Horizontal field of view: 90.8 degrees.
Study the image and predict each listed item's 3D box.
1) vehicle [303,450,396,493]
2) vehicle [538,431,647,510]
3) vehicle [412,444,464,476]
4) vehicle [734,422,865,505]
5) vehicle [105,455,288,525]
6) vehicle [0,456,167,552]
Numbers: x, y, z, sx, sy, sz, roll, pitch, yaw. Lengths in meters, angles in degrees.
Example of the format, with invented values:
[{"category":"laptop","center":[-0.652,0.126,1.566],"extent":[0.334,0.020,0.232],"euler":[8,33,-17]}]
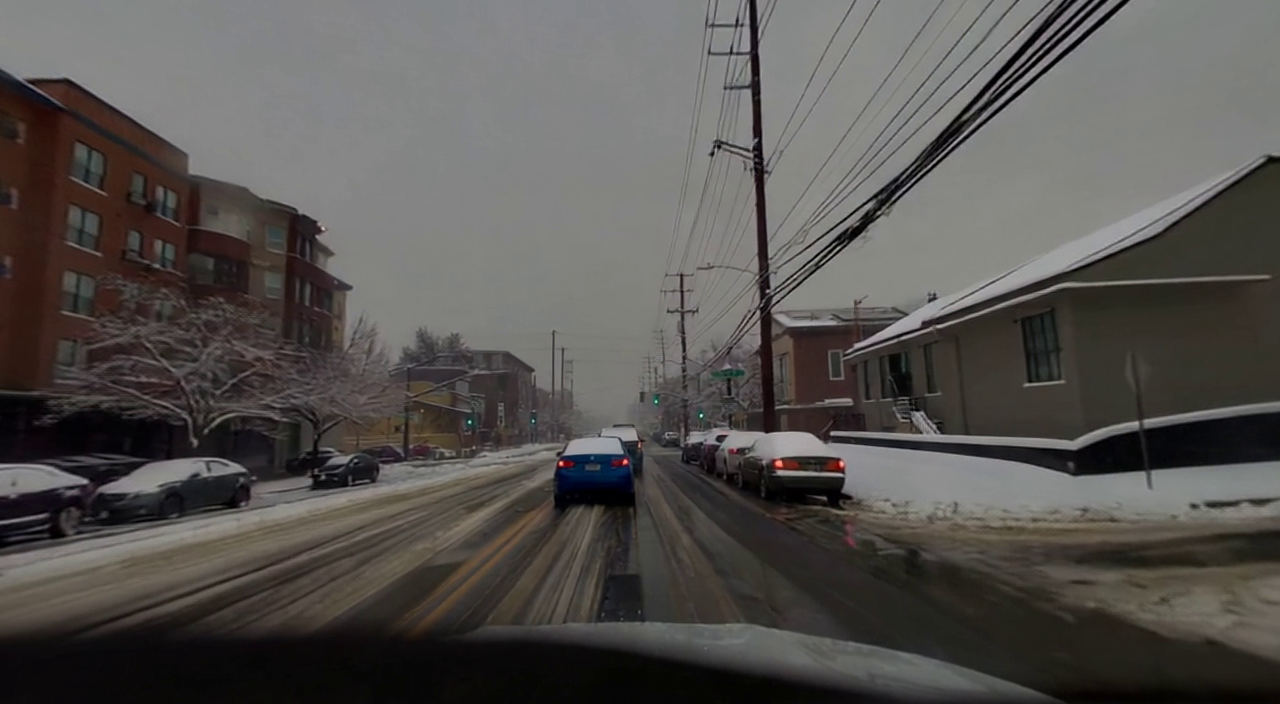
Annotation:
[{"category":"vehicle","center":[-12.138,4.963,26.725],"extent":[1.868,1.491,4.367],"euler":[-4,-8,0]},{"category":"vehicle","center":[-0.906,2.563,14.154],"extent":[2.019,1.453,4.603],"euler":[0,-8,0]},{"category":"vehicle","center":[-12.266,6.551,38.634],"extent":[2.011,1.687,4.079],"euler":[-3,-8,-2]},{"category":"vehicle","center":[3.658,2.646,15.423],"extent":[1.967,1.721,4.410],"euler":[0,-8,-1]},{"category":"vehicle","center":[-12.070,3.724,17.704],"extent":[1.850,1.487,4.711],"euler":[-4,-8,-2]},{"category":"vehicle","center":[-12.009,2.867,11.863],"extent":[2.242,1.534,5.414],"euler":[-4,-8,-2]}]
